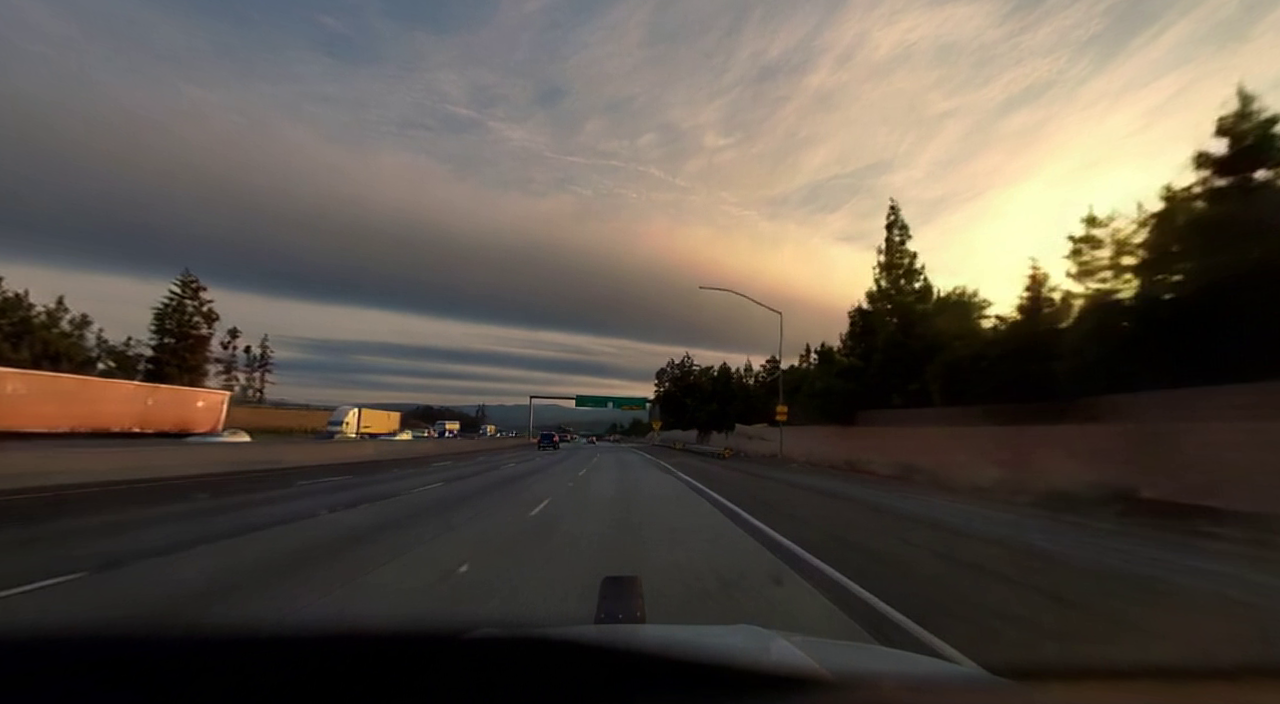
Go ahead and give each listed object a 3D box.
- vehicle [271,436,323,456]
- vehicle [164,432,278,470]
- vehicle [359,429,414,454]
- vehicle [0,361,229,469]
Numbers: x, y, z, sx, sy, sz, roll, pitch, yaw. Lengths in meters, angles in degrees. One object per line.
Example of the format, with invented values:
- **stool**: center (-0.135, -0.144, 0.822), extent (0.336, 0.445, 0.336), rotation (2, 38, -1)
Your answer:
- **vehicle**: center (-26.272, 7.182, 48.396), extent (1.741, 1.455, 3.896), rotation (0, -8, 1)
- **vehicle**: center (-17.667, 4.182, 26.871), extent (1.886, 1.449, 4.405), rotation (0, -8, -1)
- **vehicle**: center (-18.583, 6.614, 46.502), extent (2.070, 1.725, 4.946), rotation (0, -8, -1)
- **vehicle**: center (-25.554, 3.232, 30.058), extent (2.827, 4.008, 14.012), rotation (0, -8, -1)
